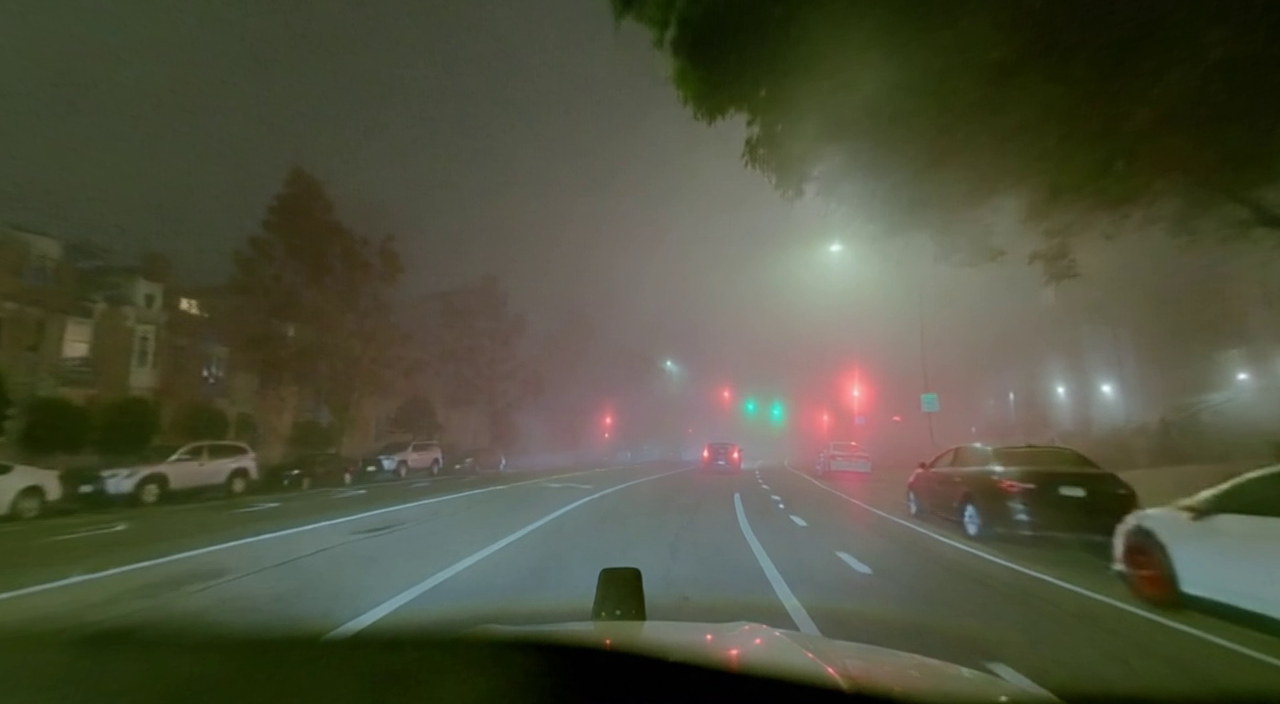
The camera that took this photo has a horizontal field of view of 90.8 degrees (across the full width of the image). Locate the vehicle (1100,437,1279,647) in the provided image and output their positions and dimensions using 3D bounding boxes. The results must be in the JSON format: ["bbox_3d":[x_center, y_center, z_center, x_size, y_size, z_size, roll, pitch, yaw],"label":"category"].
[{"bbox_3d":[5.310,1.221,3.766,1.807,1.436,4.535,0,-9,2],"label":"vehicle"}]

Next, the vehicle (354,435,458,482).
[{"bbox_3d":[-10.140,4.671,27.916,2.115,1.853,4.745,-2,-9,10],"label":"vehicle"}]

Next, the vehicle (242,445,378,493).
[{"bbox_3d":[-11.325,4.017,22.119,1.809,1.469,4.485,-2,-9,9],"label":"vehicle"}]

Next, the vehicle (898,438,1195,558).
[{"bbox_3d":[5.952,2.144,10.127,1.957,1.461,4.547,-1,-9,4],"label":"vehicle"}]

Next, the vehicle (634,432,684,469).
[{"bbox_3d":[1.092,5.322,34.195,1.877,1.827,4.298,-2,-9,13],"label":"vehicle"}]

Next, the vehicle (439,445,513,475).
[{"bbox_3d":[-8.646,5.730,33.825,1.782,1.472,4.744,-2,-9,13],"label":"vehicle"}]

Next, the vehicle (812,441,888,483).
[{"bbox_3d":[8.229,4.323,25.246,2.104,1.489,4.962,-1,-9,9],"label":"vehicle"}]

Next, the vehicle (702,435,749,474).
[{"bbox_3d":[4.121,4.821,29.893,1.852,1.680,4.488,-2,-9,12],"label":"vehicle"}]

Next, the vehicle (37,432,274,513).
[{"bbox_3d":[-12.097,3.018,16.393,1.977,1.761,4.990,-1,-9,4],"label":"vehicle"}]
